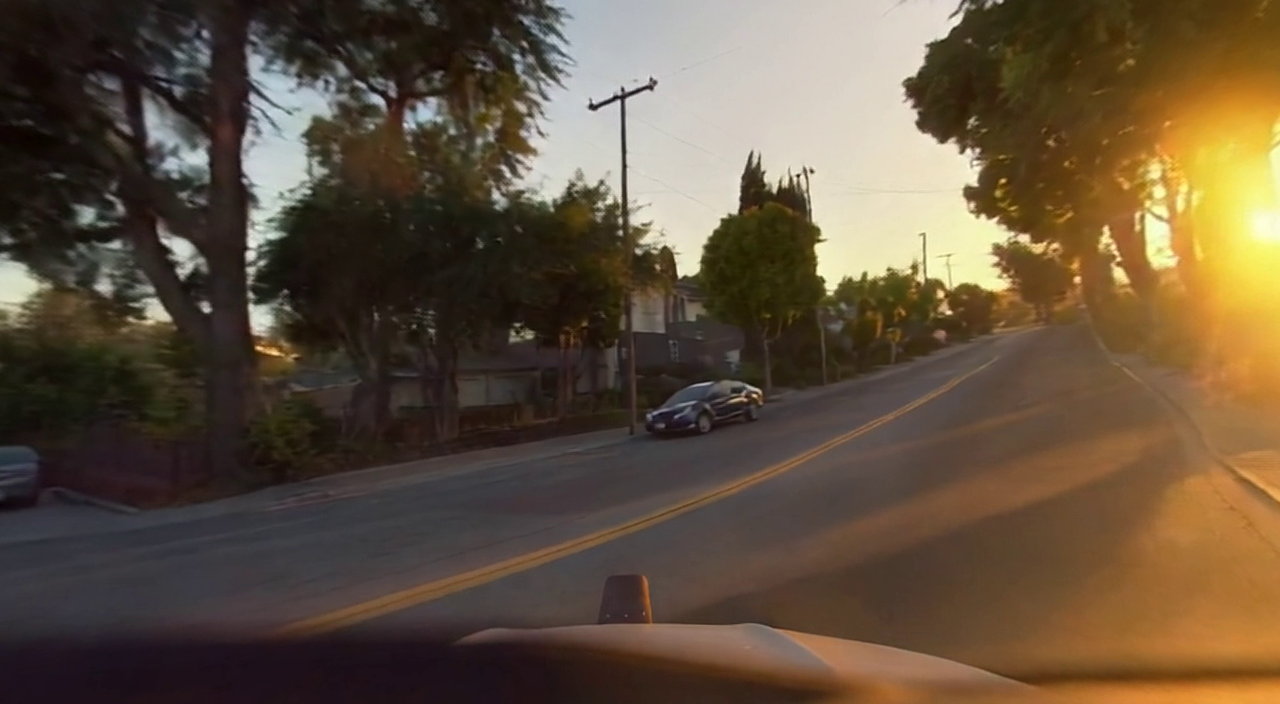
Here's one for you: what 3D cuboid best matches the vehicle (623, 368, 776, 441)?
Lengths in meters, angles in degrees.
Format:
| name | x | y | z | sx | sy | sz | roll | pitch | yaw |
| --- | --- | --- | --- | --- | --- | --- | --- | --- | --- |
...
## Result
| name | x | y | z | sx | sy | sz | roll | pitch | yaw |
| --- | --- | --- | --- | --- | --- | --- | --- | --- | --- |
| vehicle | 1.951 | 1.468 | 18.723 | 2.032 | 1.595 | 5.289 | -5 | -1 | 36 |
